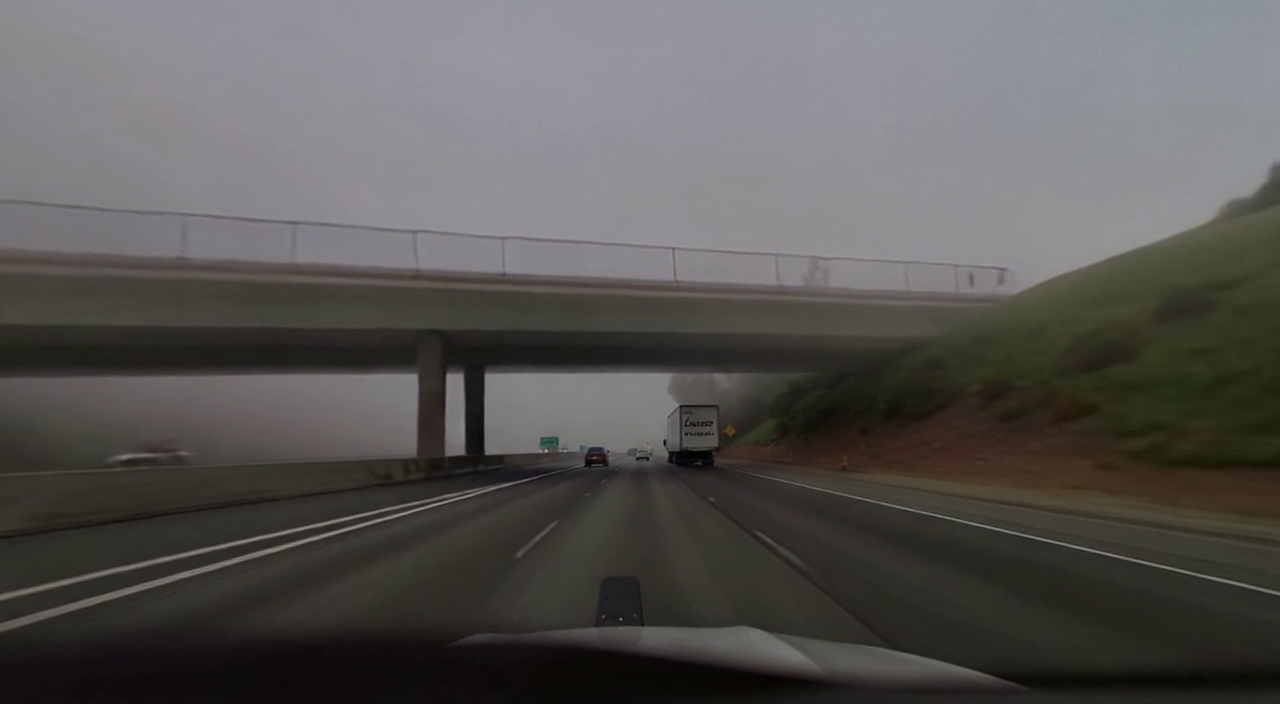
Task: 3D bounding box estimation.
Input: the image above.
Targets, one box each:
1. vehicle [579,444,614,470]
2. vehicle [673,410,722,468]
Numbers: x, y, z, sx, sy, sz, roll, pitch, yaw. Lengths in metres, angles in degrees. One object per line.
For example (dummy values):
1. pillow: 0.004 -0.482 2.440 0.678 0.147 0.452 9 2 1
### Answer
1. vehicle: -2.898 7.065 42.559 2.052 1.654 4.303 0 -9 0
2. vehicle: 4.244 6.782 48.696 2.885 3.992 8.526 0 -9 -1
